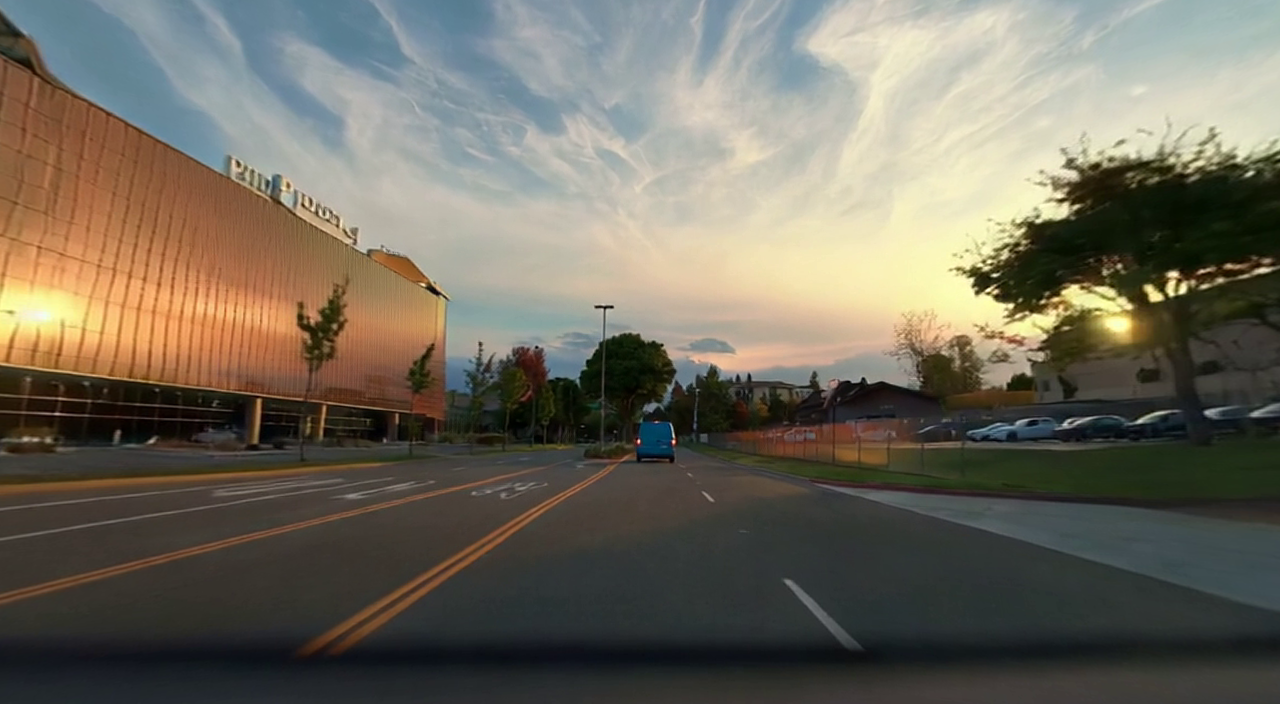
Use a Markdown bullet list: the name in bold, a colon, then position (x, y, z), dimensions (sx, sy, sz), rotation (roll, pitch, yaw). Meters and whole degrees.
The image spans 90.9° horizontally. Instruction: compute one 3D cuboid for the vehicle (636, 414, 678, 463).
- **vehicle**: position (1.097, 5.390, 39.560), dimensions (2.435, 2.816, 5.232), rotation (0, -7, 2)
